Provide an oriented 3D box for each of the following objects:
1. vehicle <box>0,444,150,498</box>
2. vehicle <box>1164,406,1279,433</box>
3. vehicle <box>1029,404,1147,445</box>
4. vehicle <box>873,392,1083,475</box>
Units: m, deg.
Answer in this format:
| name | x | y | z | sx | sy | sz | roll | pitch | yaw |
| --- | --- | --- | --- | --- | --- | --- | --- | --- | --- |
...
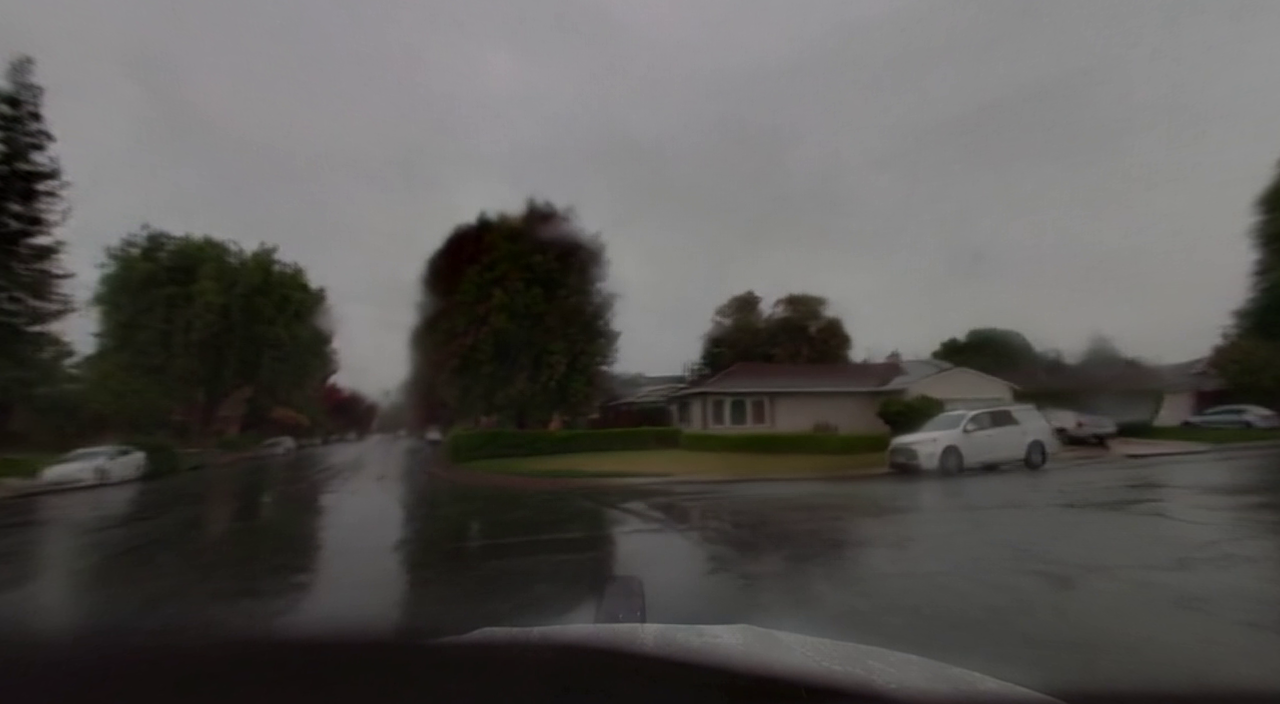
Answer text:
| name | x | y | z | sx | sy | sz | roll | pitch | yaw |
| --- | --- | --- | --- | --- | --- | --- | --- | --- | --- |
| vehicle | -18.557 | 3.863 | 21.002 | 2.040 | 1.525 | 5.212 | 3 | -9 | -22 |
| vehicle | 37.696 | 4.465 | 40.963 | 2.079 | 1.558 | 4.977 | 4 | -9 | -26 |
| vehicle | 22.824 | 3.791 | 32.286 | 2.029 | 1.747 | 4.373 | 3 | -11 | -21 |
| vehicle | 9.991 | 2.430 | 18.509 | 6.088 | 2.084 | 2.337 | 4 | -10 | -28 |
